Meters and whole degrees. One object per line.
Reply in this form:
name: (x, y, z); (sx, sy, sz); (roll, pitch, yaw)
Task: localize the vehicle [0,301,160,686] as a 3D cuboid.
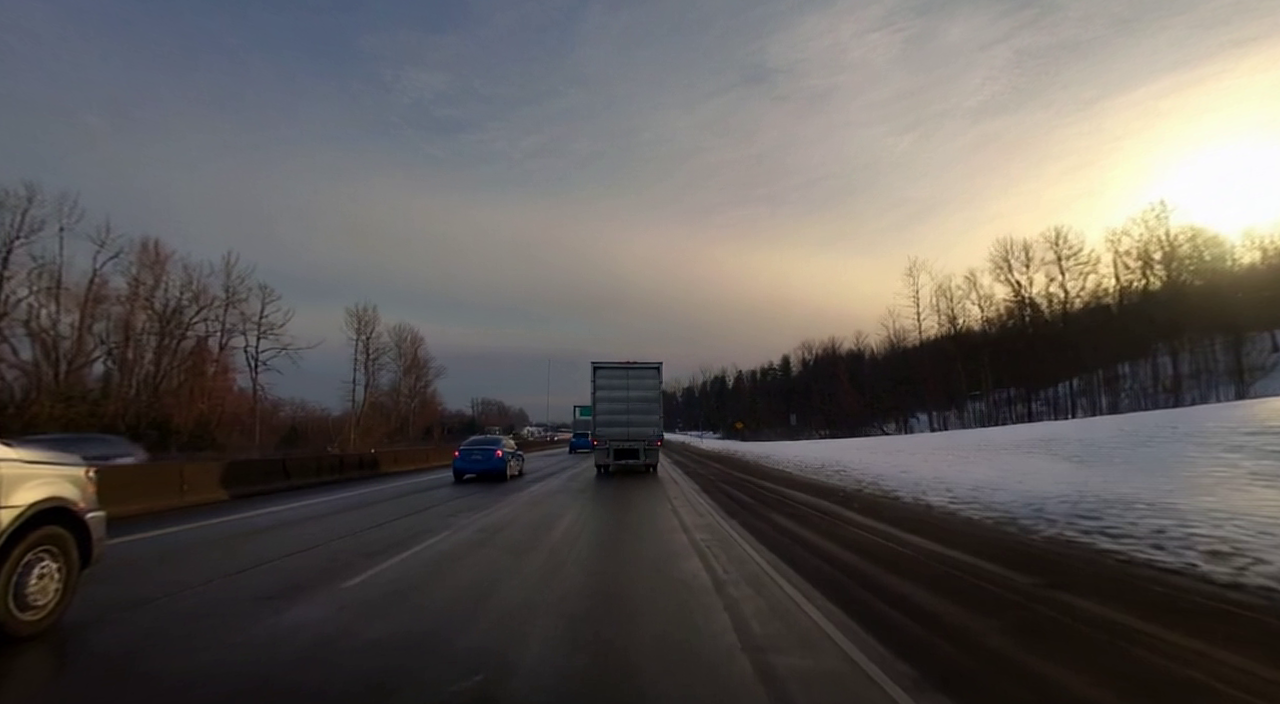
vehicle: (-4.382, 0.534, 1.768); (2.168, 1.985, 4.952); (0, -8, -1)

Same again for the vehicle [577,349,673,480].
vehicle: (-0.508, 2.588, 24.520); (2.953, 4.041, 10.072); (0, -8, -1)

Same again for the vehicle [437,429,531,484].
vehicle: (-4.845, 3.298, 20.248); (1.931, 1.539, 4.441); (0, -8, -1)
